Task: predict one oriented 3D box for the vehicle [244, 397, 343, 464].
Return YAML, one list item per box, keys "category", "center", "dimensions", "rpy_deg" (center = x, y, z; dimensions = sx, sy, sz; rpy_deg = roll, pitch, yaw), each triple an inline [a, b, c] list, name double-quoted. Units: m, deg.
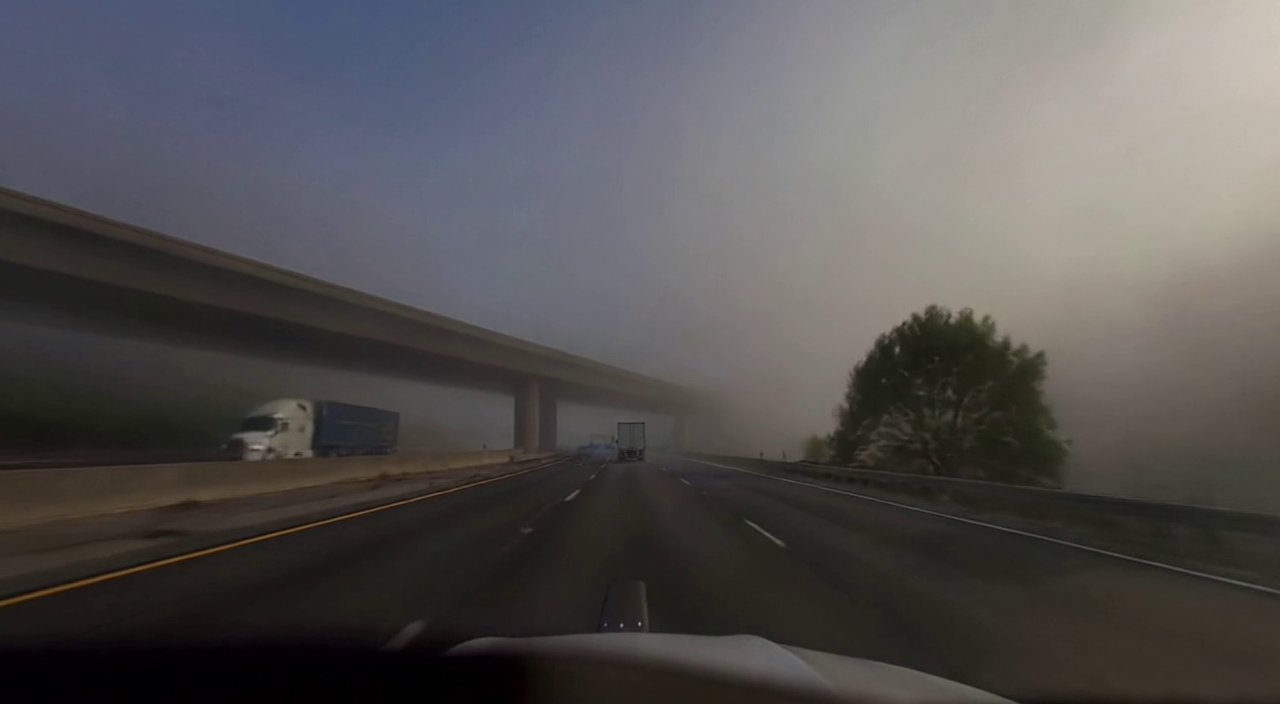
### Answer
- category: "vehicle"
  center: [-21.732, 5.074, 39.988]
  dimensions: [2.984, 3.924, 5.928]
  rpy_deg: [0, -9, -3]
